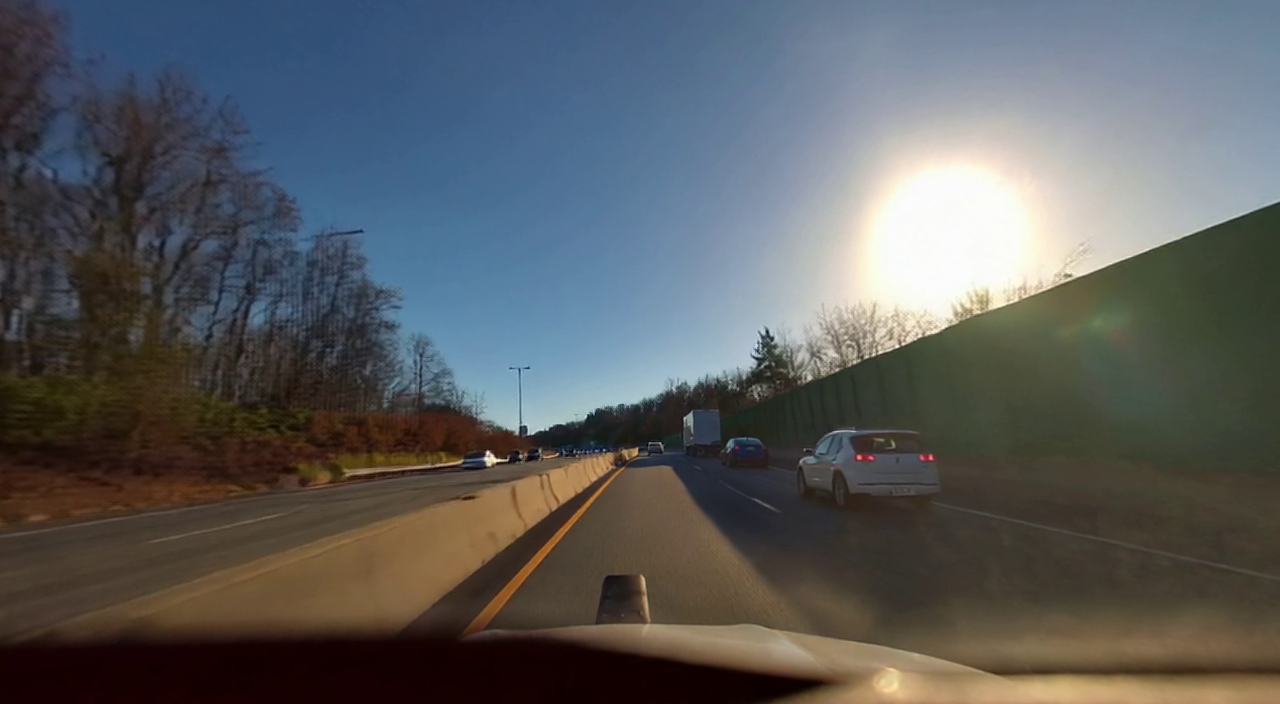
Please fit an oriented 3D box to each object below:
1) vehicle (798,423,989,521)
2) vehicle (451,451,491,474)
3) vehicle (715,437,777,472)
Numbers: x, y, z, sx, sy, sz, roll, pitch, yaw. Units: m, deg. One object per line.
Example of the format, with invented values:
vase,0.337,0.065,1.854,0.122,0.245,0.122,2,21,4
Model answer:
vehicle,4.575,2.213,12.135,1.940,1.539,4.005,0,-8,-1
vehicle,-11.954,7.794,44.773,1.810,1.481,3.837,0,-8,-1
vehicle,4.732,4.630,28.695,2.000,1.473,4.440,0,-8,-1
